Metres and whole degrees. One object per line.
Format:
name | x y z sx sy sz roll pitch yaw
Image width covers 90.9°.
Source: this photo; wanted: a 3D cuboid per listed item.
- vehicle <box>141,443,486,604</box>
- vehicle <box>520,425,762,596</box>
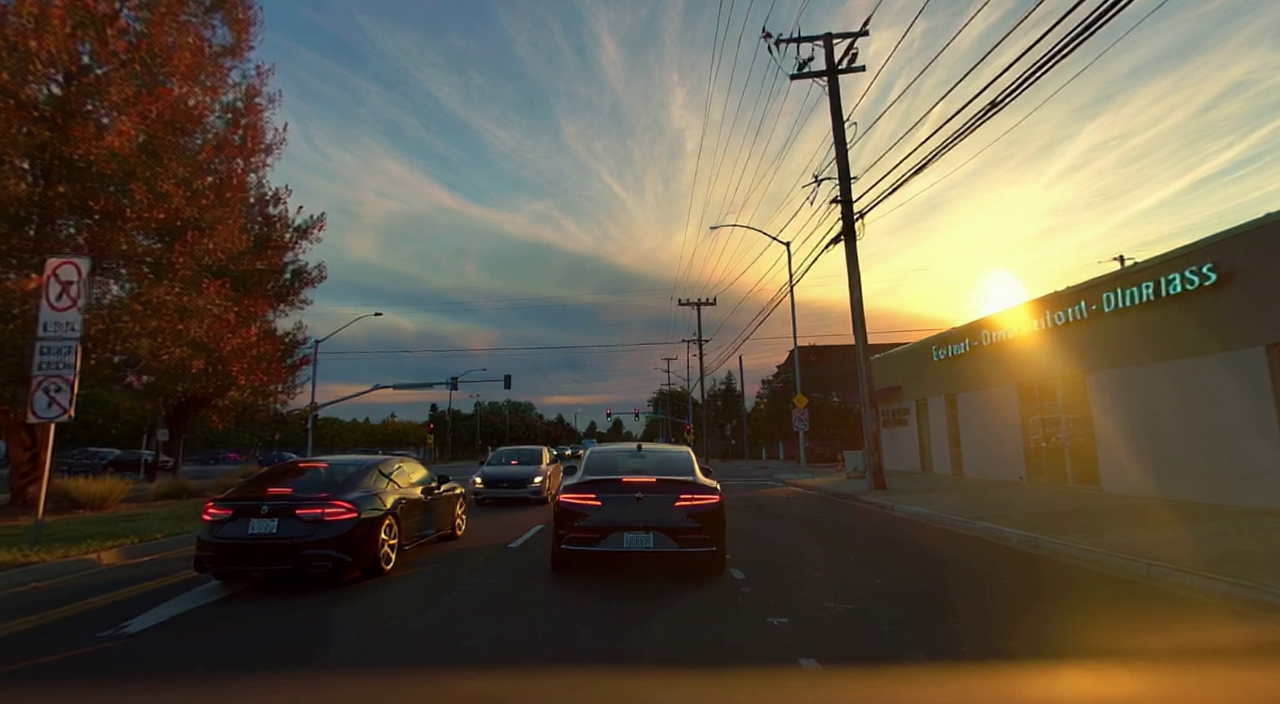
vehicle | -3.237 1.742 7.329 1.765 1.319 4.013 0 -9 2
vehicle | -0.006 1.681 7.533 2.101 1.469 3.955 0 -9 0
